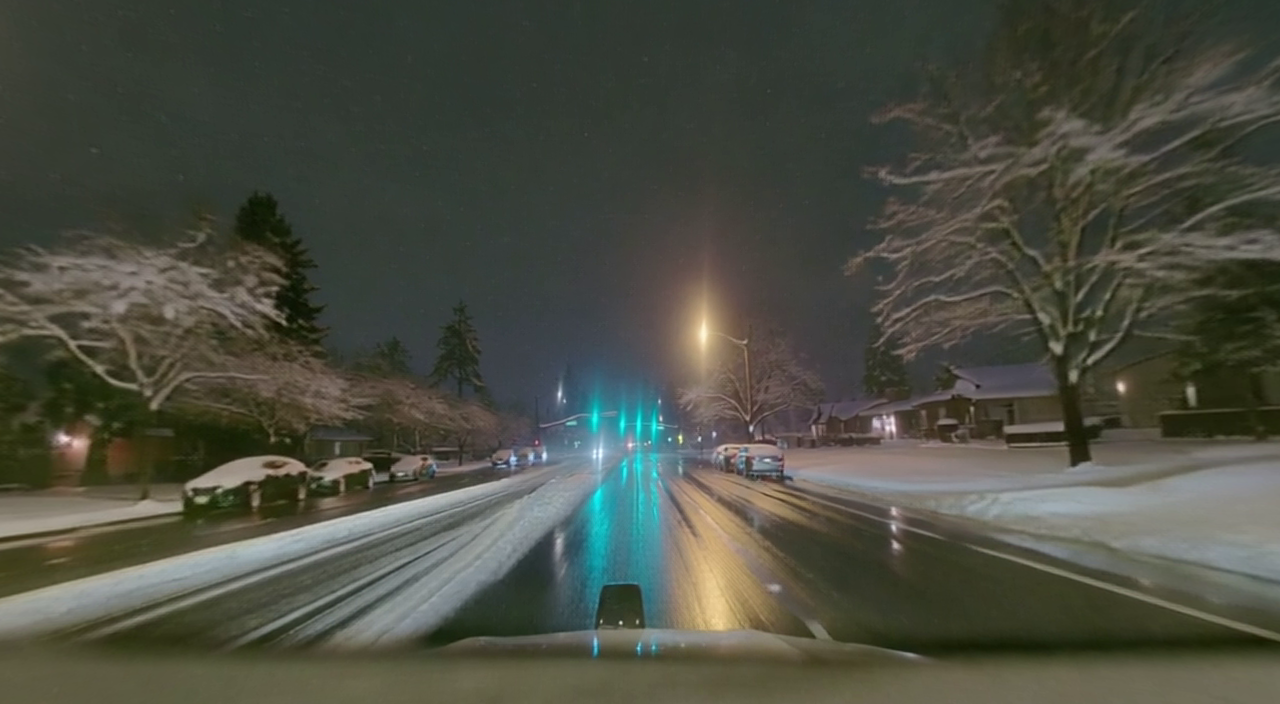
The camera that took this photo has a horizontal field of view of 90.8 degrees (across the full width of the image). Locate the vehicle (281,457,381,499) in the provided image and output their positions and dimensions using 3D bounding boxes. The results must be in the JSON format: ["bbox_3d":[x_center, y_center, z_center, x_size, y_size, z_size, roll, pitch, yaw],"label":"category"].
[{"bbox_3d":[-12.769,5.207,26.482,1.817,1.485,4.687,0,-9,0],"label":"vehicle"}]

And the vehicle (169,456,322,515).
[{"bbox_3d":[-12.742,4.310,20.869,2.078,1.618,4.650,0,-9,-1],"label":"vehicle"}]

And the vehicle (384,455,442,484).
[{"bbox_3d":[-12.843,6.663,36.042,1.812,1.454,4.351,0,-9,-1],"label":"vehicle"}]

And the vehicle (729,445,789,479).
[{"bbox_3d":[5.584,5.186,30.114,1.875,1.466,4.355,0,-9,-2],"label":"vehicle"}]
